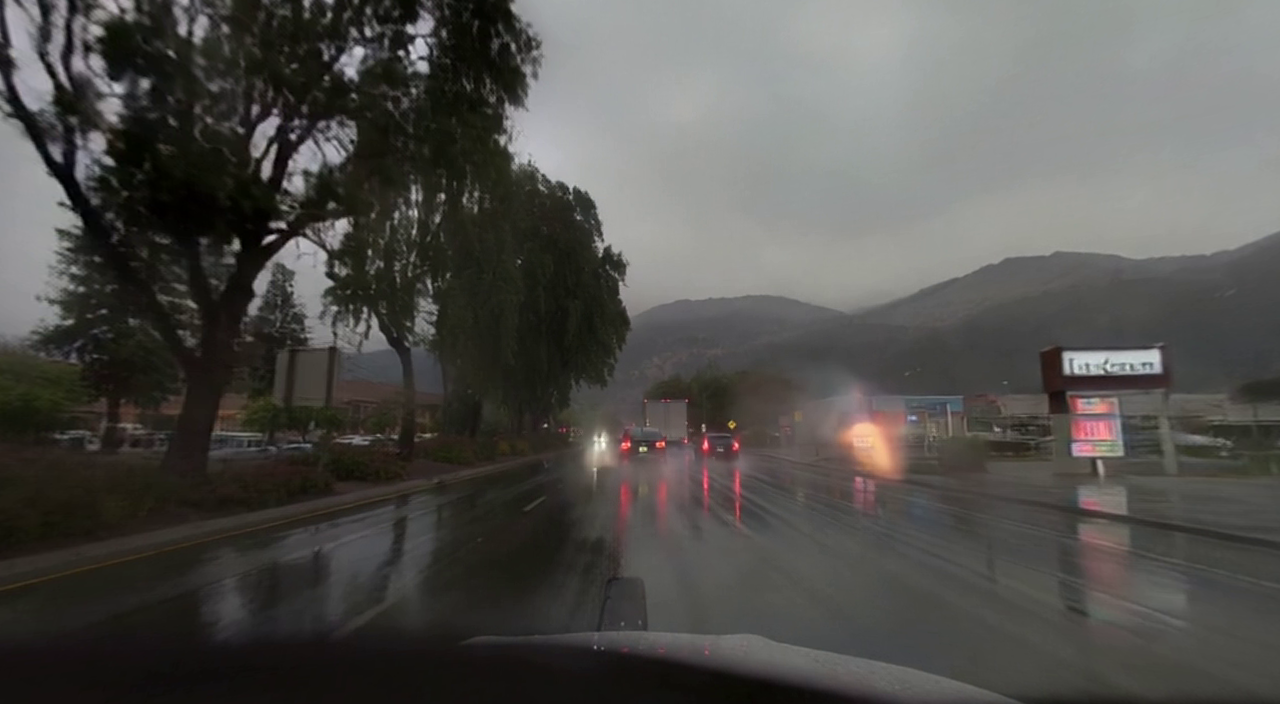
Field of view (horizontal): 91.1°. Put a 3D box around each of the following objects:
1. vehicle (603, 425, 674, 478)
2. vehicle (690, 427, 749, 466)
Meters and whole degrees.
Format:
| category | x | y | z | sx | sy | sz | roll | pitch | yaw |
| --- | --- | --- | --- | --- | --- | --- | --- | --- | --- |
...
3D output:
| category | x | y | z | sx | sy | sz | roll | pitch | yaw |
| --- | --- | --- | --- | --- | --- | --- | --- | --- | --- |
| vehicle | -0.097 | 3.400 | 21.668 | 2.193 | 1.651 | 3.946 | 0 | -8 | -1 |
| vehicle | 3.641 | 4.420 | 29.508 | 2.088 | 1.655 | 4.360 | 0 | -8 | -2 |
